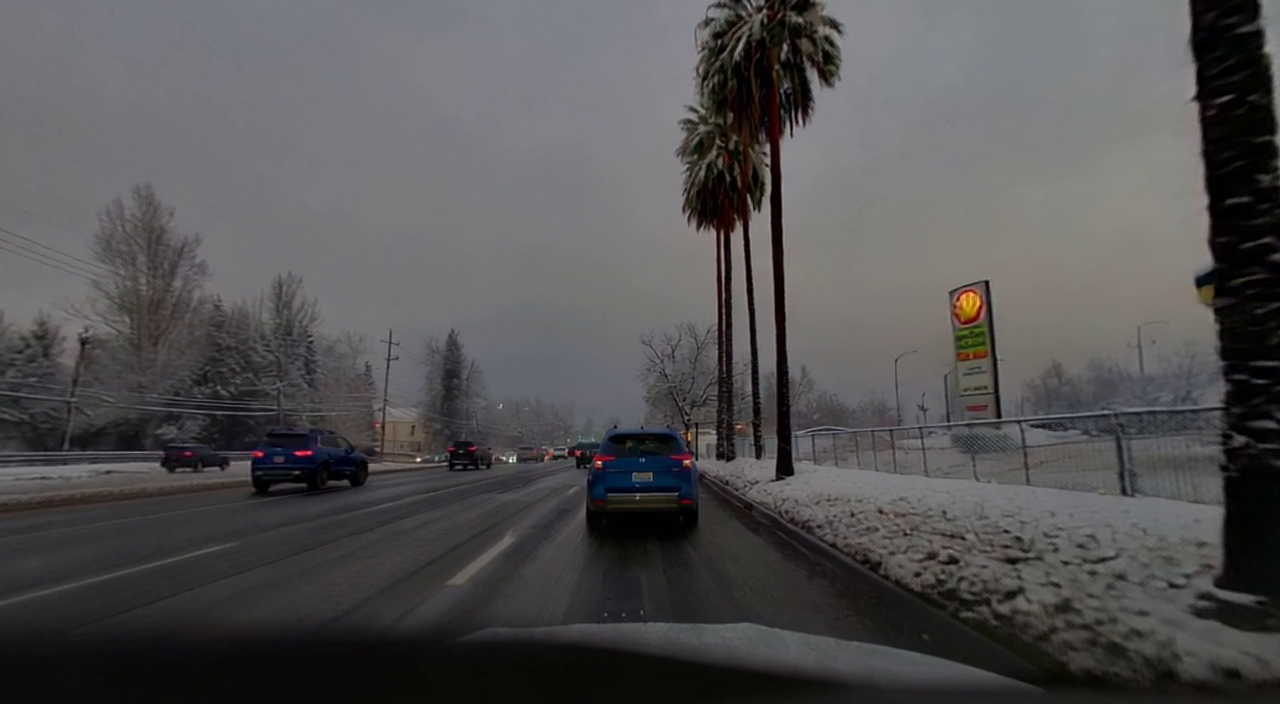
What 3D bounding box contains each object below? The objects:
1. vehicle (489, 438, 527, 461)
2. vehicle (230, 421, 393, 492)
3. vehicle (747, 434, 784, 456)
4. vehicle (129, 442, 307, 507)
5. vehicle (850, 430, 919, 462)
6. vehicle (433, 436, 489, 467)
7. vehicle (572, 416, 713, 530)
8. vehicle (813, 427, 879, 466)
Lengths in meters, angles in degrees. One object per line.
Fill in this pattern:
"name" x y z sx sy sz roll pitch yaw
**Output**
"vehicle" -10.442 7.762 49.897 1.998 1.731 4.952 0 -8 -1
"vehicle" -10.045 3.248 19.876 2.269 1.934 5.350 0 -8 0
"vehicle" 9.160 6.835 46.167 1.929 1.496 4.245 0 -8 0
"vehicle" -10.038 2.900 15.306 1.924 1.384 3.426 0 -8 0
"vehicle" 12.075 4.687 31.252 1.681 1.503 3.781 1 -8 -4
"vehicle" -10.556 5.900 37.384 1.965 1.743 4.327 0 -8 1
"vehicle" 0.069 2.133 11.531 2.121 1.710 3.893 0 -8 1
"vehicle" 8.246 3.760 24.958 1.837 1.416 3.947 -4 -9 27
